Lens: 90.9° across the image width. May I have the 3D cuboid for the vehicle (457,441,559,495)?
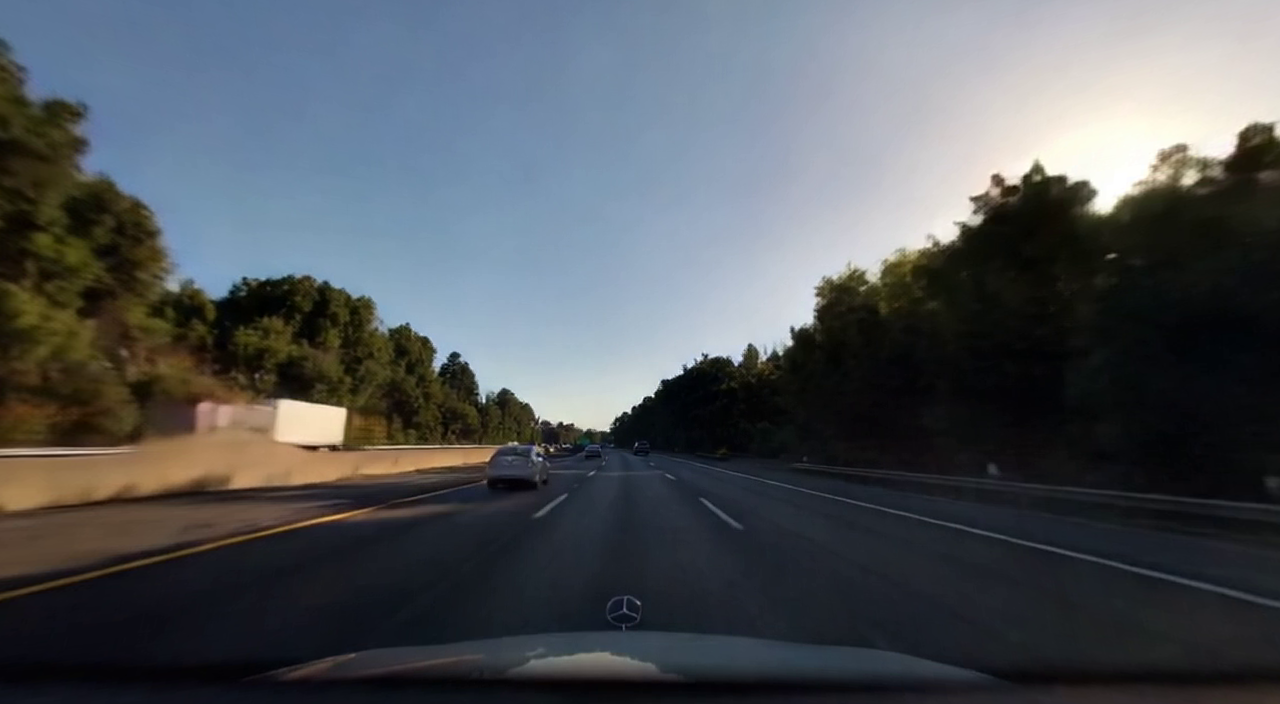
[{"bbox_3d":[-3.951,3.582,19.803,2.169,1.473,4.631,0,-9,0],"label":"vehicle"}]
